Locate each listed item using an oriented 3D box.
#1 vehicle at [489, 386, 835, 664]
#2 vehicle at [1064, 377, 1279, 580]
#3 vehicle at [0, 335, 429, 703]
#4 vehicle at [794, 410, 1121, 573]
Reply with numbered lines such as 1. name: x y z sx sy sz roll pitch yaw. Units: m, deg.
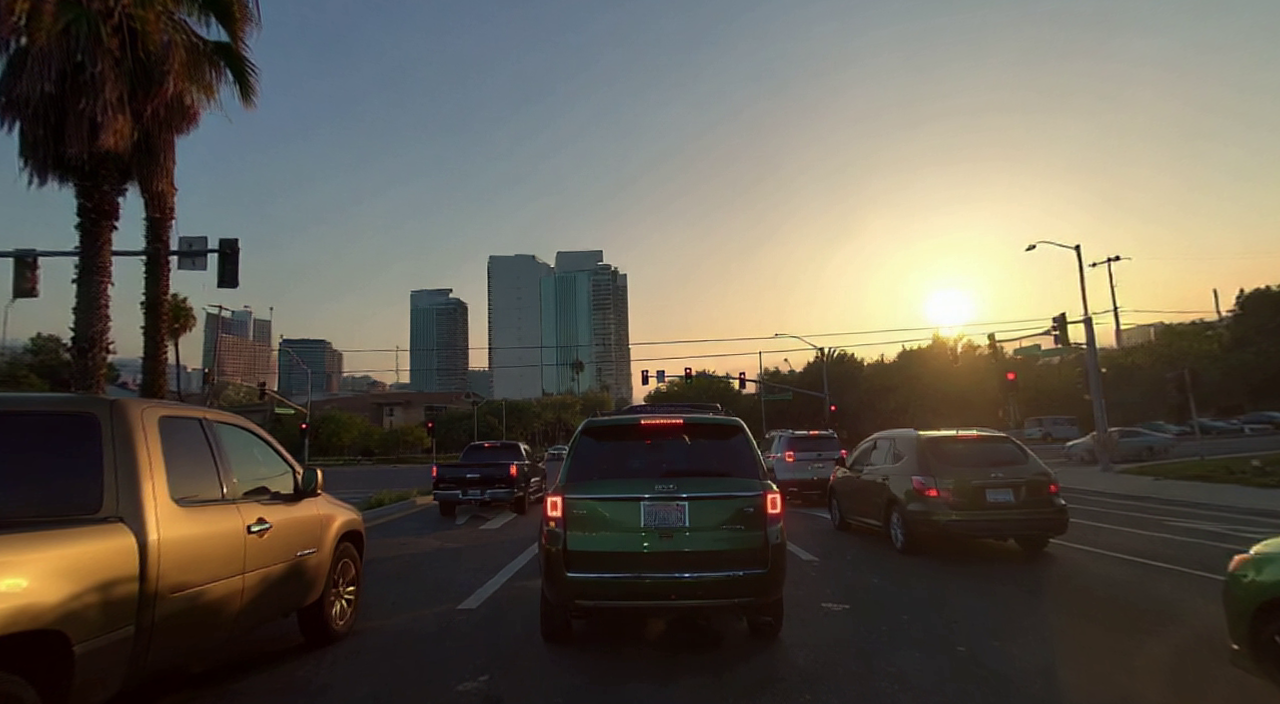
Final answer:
1. vehicle: 0.165 1.368 6.010 2.123 1.704 4.128 0 -8 1
2. vehicle: 7.316 1.237 6.146 2.337 1.925 5.728 0 -8 0
3. vehicle: -3.167 1.086 3.909 2.171 1.702 4.416 0 -9 0
4. vehicle: 4.007 1.860 9.289 2.072 1.704 5.170 0 -8 -1
